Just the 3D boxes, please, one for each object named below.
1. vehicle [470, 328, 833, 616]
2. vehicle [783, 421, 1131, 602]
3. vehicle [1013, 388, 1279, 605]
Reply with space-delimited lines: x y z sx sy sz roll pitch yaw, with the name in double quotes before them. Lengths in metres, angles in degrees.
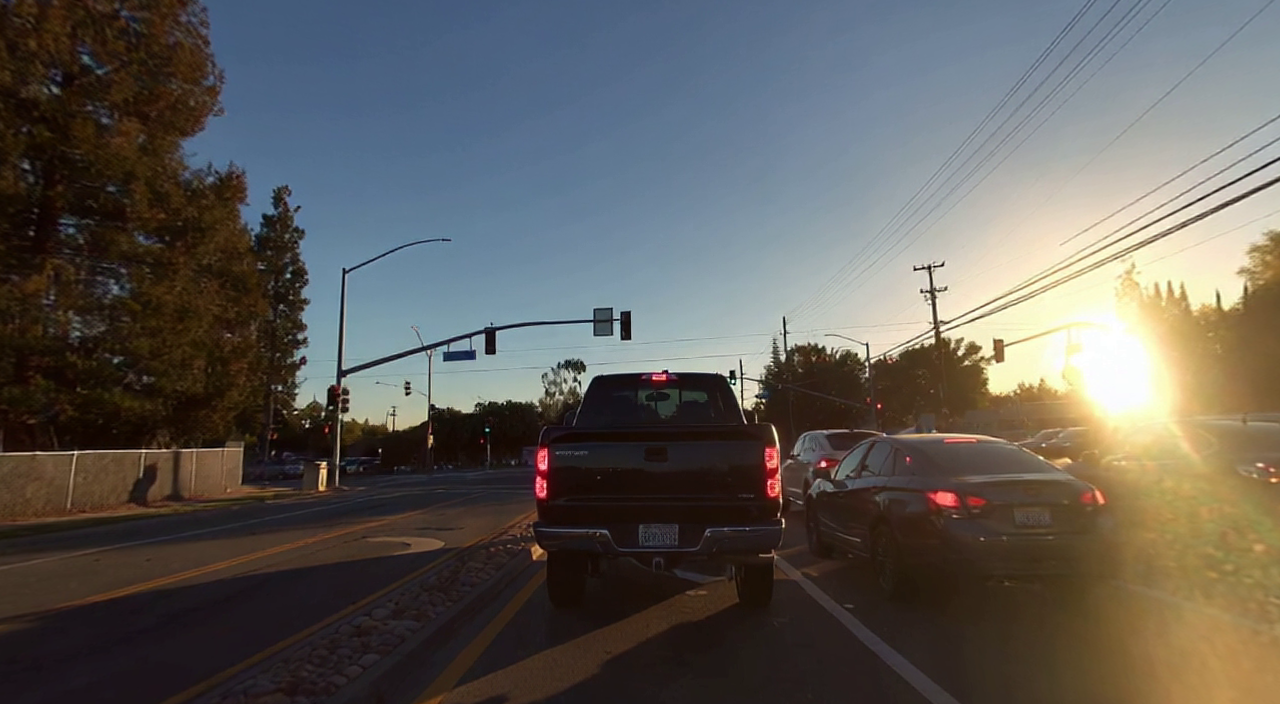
"vehicle" 0.116 1.383 8.132 2.831 2.284 6.149 0 -8 1
"vehicle" 3.117 1.641 7.371 1.993 1.495 4.060 0 -8 1
"vehicle" 6.156 1.369 6.461 1.982 1.727 4.352 0 -8 1
